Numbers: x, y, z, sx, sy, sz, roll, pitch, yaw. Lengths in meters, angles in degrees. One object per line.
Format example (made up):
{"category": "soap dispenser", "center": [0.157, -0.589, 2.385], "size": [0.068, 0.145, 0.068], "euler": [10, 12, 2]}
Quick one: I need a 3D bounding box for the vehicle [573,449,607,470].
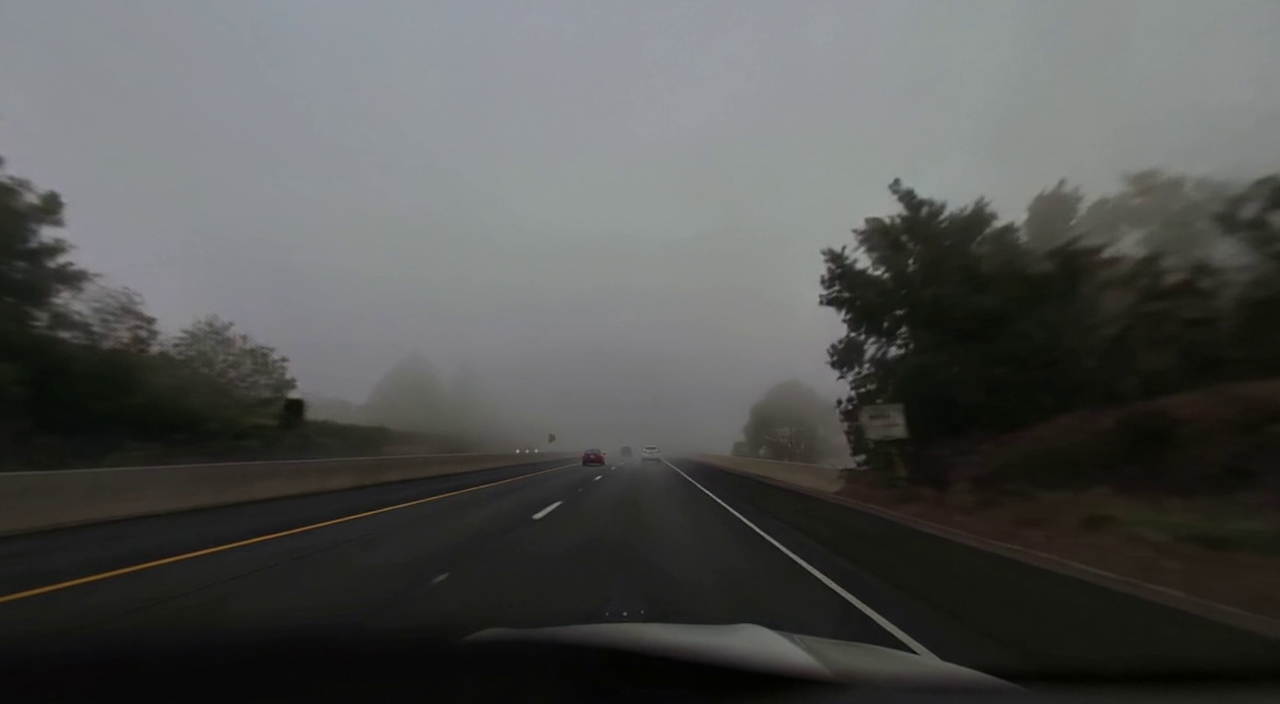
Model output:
{"category": "vehicle", "center": [-3.564, 7.726, 45.314], "size": [2.033, 1.449, 3.957], "euler": [0, -9, 1]}
